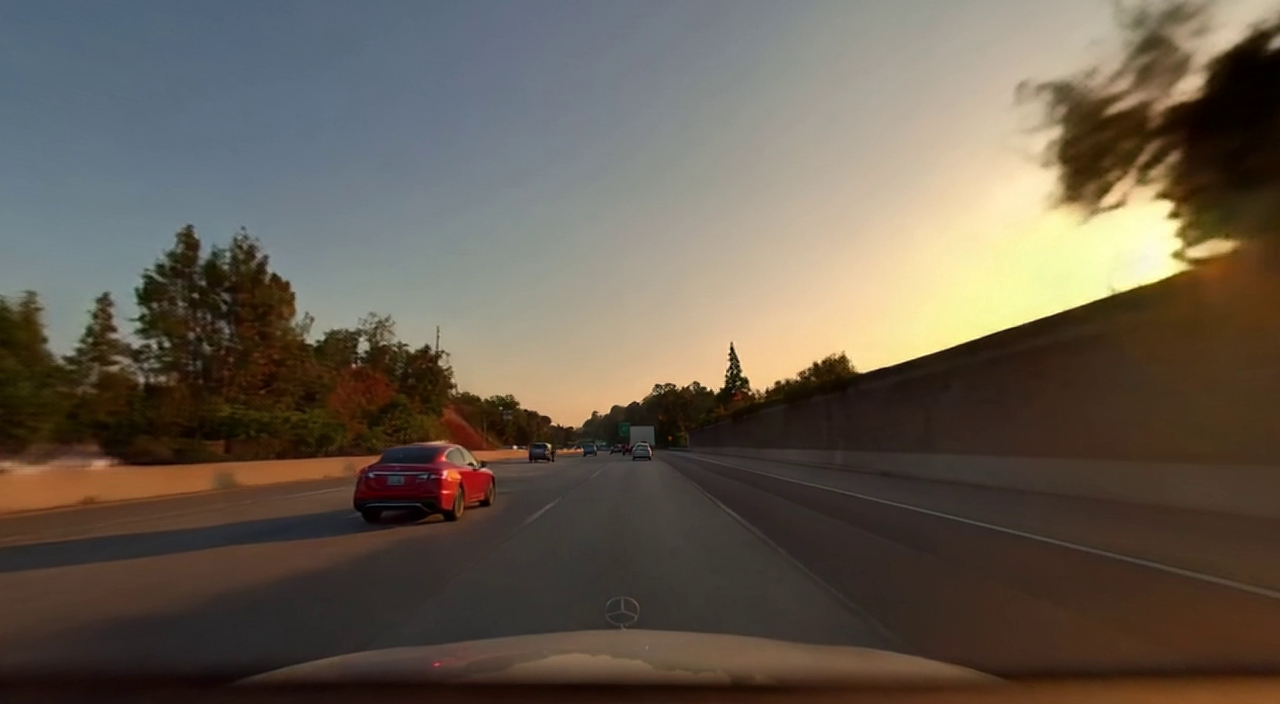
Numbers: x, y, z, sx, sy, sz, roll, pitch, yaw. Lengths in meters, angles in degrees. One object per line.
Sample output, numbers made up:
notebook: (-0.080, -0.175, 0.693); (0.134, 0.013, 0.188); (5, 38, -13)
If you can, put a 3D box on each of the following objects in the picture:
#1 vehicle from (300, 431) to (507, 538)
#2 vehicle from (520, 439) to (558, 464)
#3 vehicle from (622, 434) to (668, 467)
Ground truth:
vehicle: (-3.830, 2.215, 11.192); (2.000, 1.512, 4.371); (0, -9, 0)
vehicle: (-7.499, 7.470, 47.225); (2.068, 1.757, 4.611); (0, -8, 0)
vehicle: (0.268, 6.469, 41.491); (2.856, 1.994, 4.931); (0, -8, -1)
